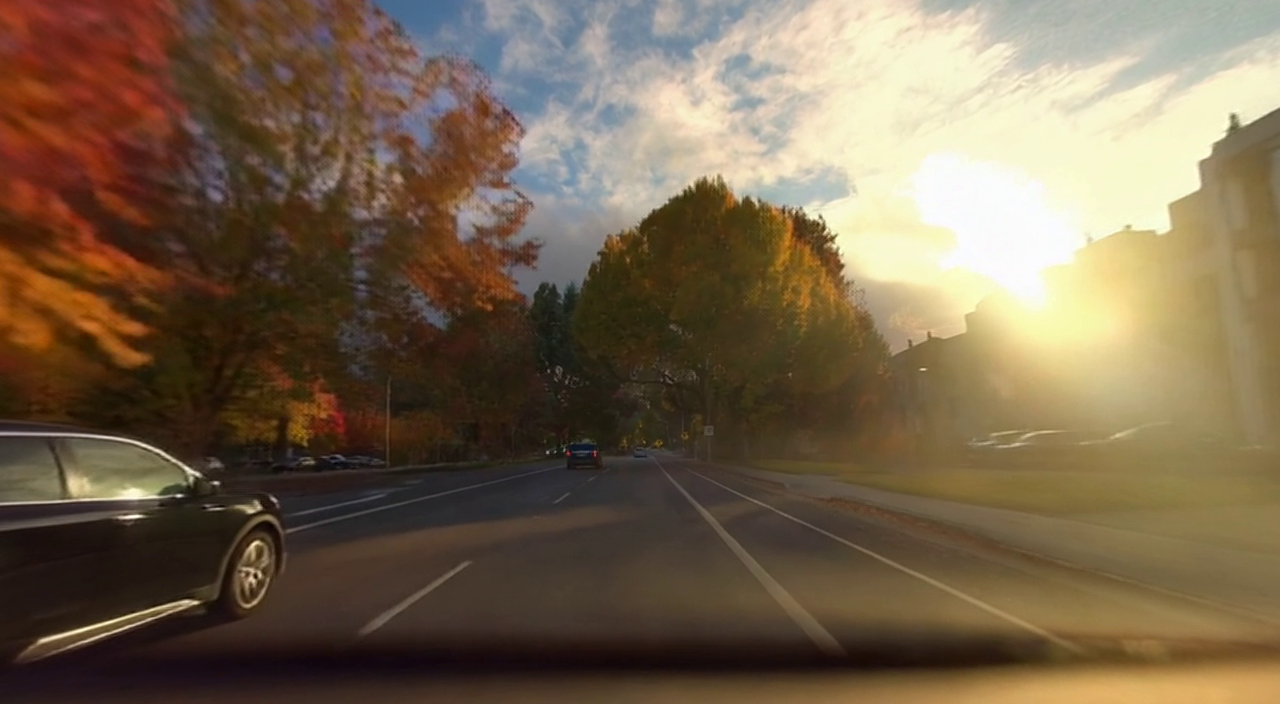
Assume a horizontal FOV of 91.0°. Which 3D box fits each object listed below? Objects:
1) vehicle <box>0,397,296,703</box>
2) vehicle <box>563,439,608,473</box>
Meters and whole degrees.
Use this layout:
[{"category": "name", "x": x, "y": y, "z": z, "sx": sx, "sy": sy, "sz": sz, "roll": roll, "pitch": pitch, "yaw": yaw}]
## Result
[{"category": "vehicle", "x": -3.870, "y": 0.999, "z": 3.029, "sx": 1.923, "sy": 1.528, "sz": 4.309, "roll": 0, "pitch": -9, "yaw": 1}, {"category": "vehicle", "x": -3.097, "y": 6.011, "z": 36.571, "sx": 2.112, "sy": 1.779, "sz": 4.489, "roll": 0, "pitch": -9, "yaw": 1}]
